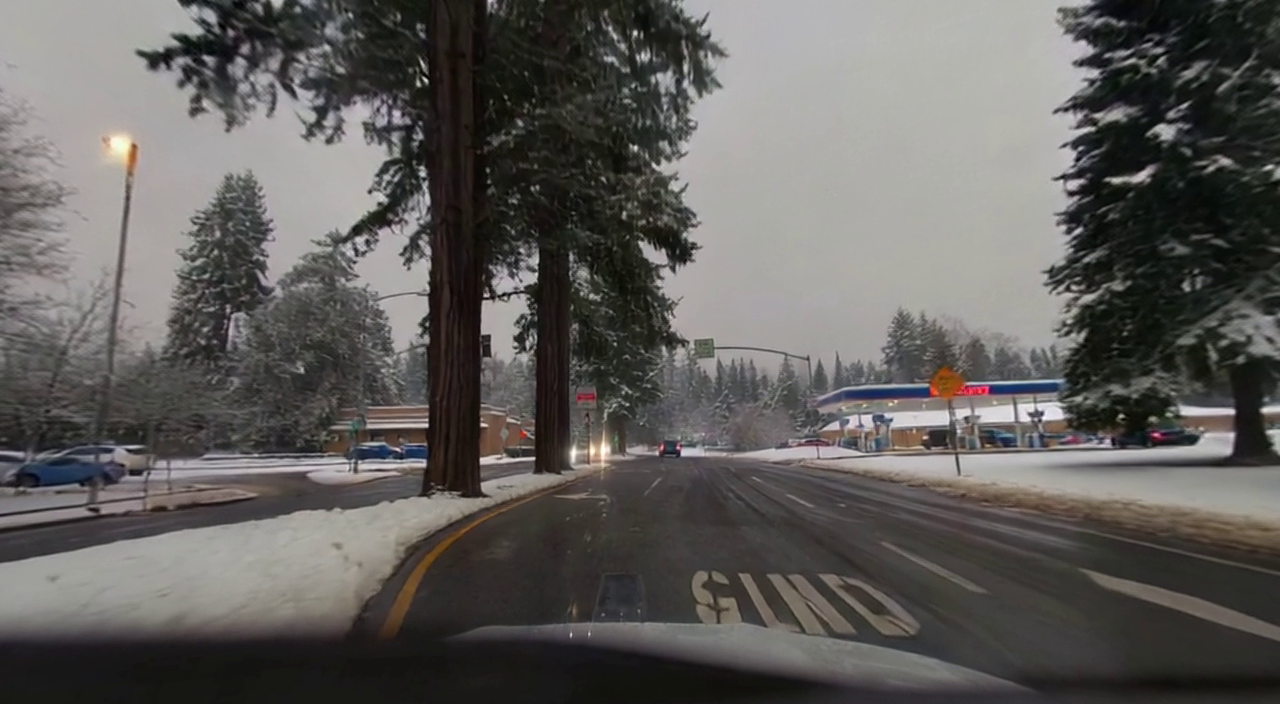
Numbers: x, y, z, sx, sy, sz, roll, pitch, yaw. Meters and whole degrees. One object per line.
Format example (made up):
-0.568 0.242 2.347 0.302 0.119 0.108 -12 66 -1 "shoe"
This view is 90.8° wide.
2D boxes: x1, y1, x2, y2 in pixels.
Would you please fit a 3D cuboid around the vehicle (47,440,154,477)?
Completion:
-32.061 6.308 37.588 4.847 1.872 2.114 -4 -7 9 "vehicle"

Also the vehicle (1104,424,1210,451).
30.129 5.028 36.923 1.885 1.446 4.469 8 -12 -42 "vehicle"
